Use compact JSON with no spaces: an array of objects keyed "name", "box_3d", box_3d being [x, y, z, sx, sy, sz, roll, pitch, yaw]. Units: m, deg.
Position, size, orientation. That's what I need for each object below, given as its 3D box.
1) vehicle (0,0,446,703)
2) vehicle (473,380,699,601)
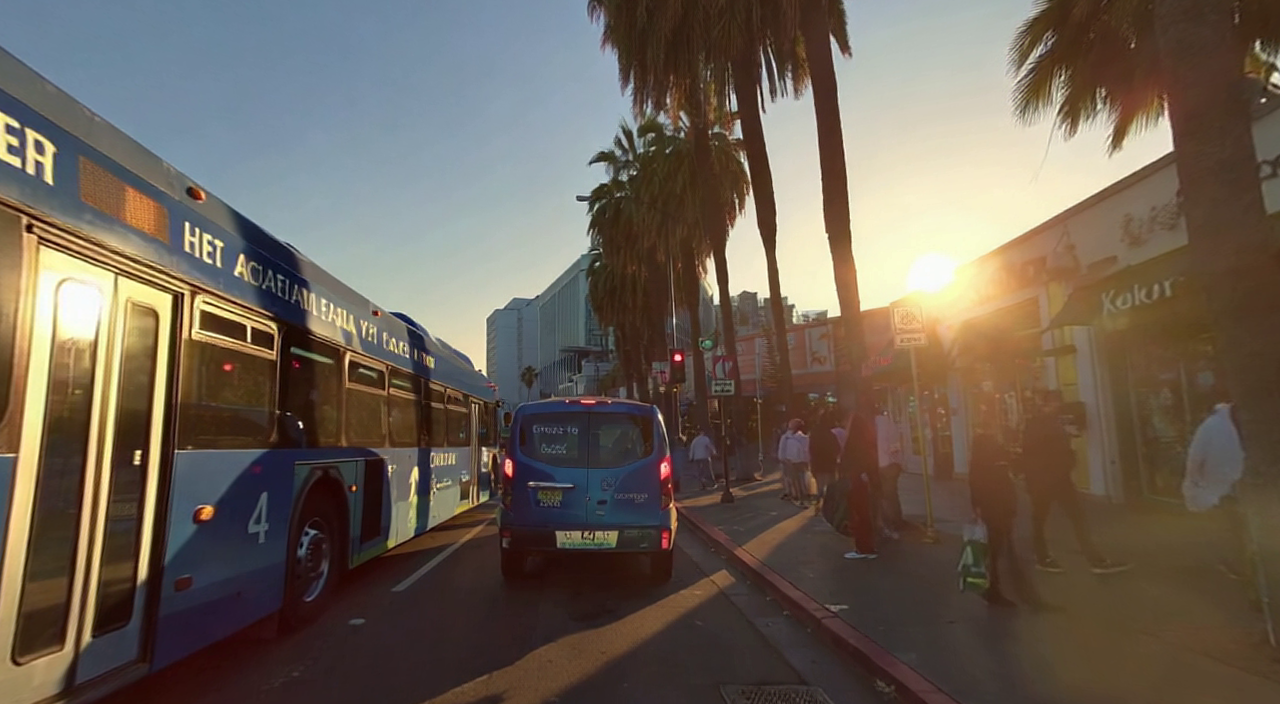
[{"name":"vehicle","box_3d":[-3.764,0.173,3.087,2.863,3.233,11.573,1,-8,-5]},{"name":"vehicle","box_3d":[-0.794,1.524,7.789,2.002,1.907,4.211,1,-9,-9]}]
